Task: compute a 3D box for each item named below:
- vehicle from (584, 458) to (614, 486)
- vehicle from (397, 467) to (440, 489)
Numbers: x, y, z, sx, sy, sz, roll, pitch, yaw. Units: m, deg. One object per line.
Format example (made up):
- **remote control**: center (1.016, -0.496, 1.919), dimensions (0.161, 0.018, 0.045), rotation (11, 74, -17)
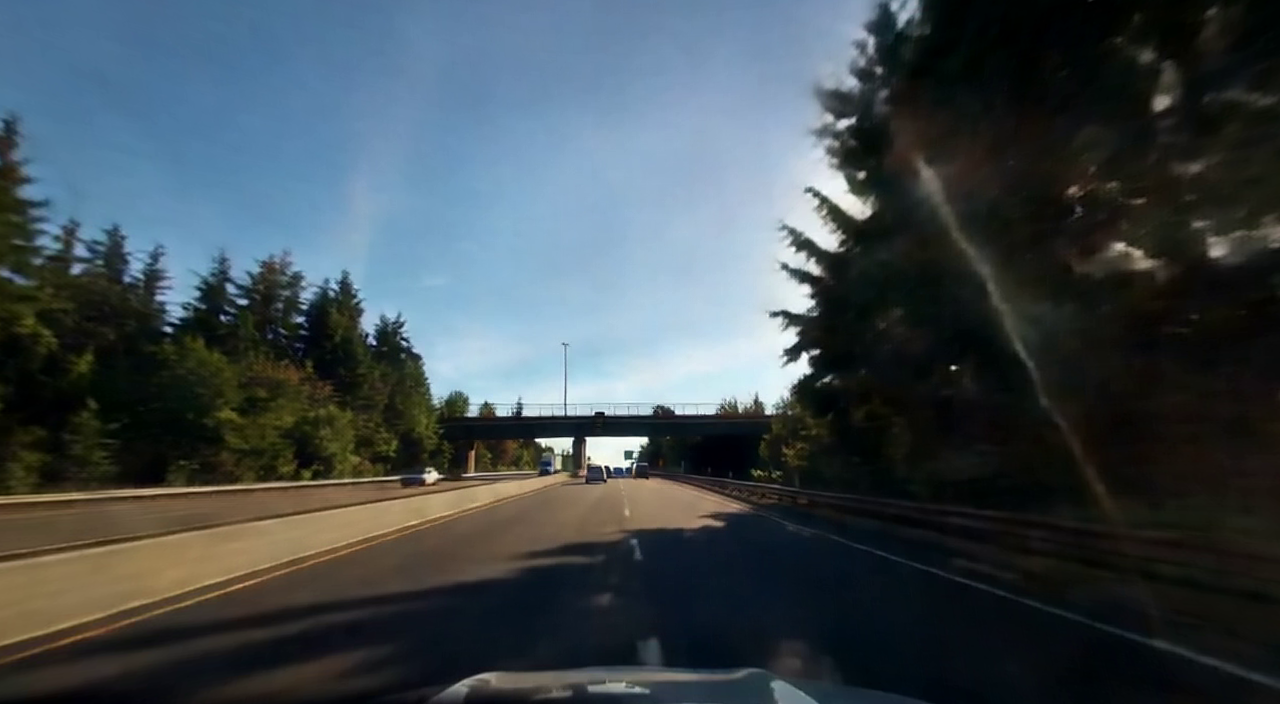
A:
- **vehicle**: center (-3.110, 9.191, 48.311), dimensions (2.162, 1.973, 4.341), rotation (1, -11, -3)
- **vehicle**: center (-15.722, 8.937, 44.882), dimensions (1.708, 1.455, 4.012), rotation (1, -11, -2)
